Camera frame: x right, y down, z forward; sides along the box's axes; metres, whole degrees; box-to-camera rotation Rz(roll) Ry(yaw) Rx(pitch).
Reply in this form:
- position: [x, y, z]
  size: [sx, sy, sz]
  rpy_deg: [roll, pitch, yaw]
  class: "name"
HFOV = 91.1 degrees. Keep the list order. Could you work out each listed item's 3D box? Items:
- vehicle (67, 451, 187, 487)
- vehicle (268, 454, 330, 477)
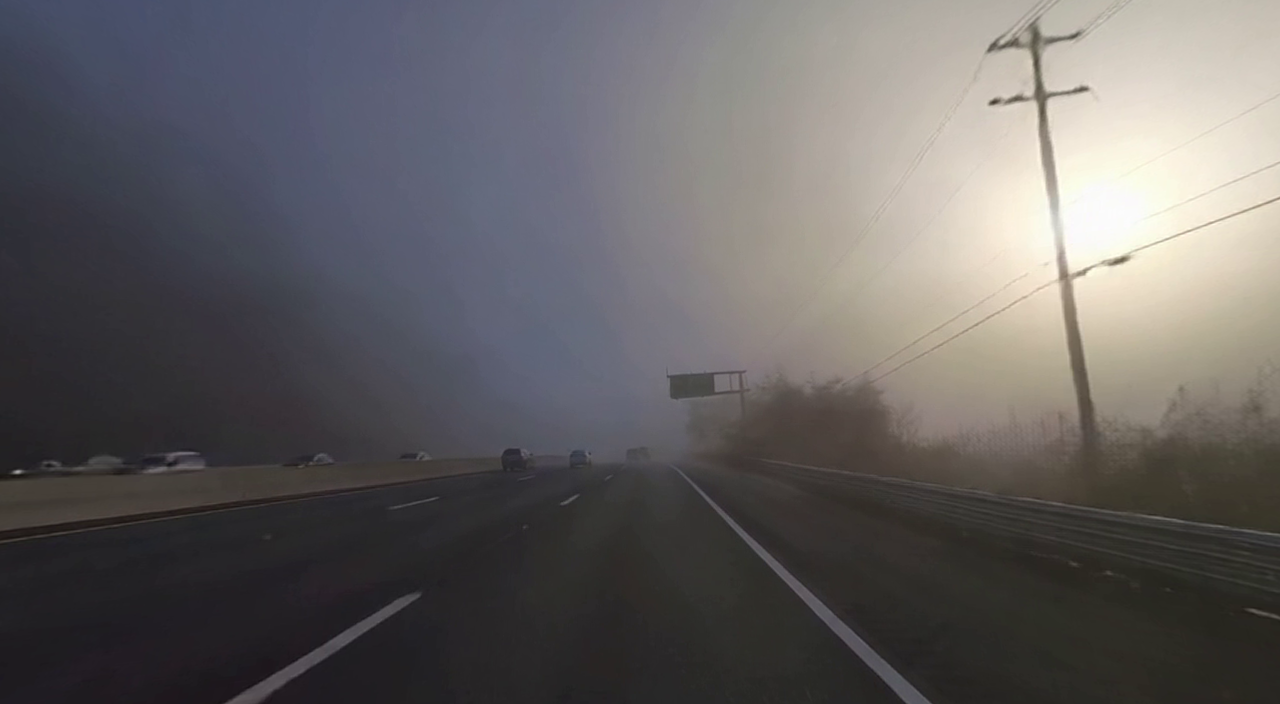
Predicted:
- position: [-21.242, 4.847, 26.209]
  size: [1.784, 1.383, 3.757]
  rpy_deg: [0, -9, 1]
  class: "vehicle"
- position: [-23.968, 7.977, 44.279]
  size: [1.801, 1.455, 4.339]
  rpy_deg: [0, -9, 3]
  class: "vehicle"
